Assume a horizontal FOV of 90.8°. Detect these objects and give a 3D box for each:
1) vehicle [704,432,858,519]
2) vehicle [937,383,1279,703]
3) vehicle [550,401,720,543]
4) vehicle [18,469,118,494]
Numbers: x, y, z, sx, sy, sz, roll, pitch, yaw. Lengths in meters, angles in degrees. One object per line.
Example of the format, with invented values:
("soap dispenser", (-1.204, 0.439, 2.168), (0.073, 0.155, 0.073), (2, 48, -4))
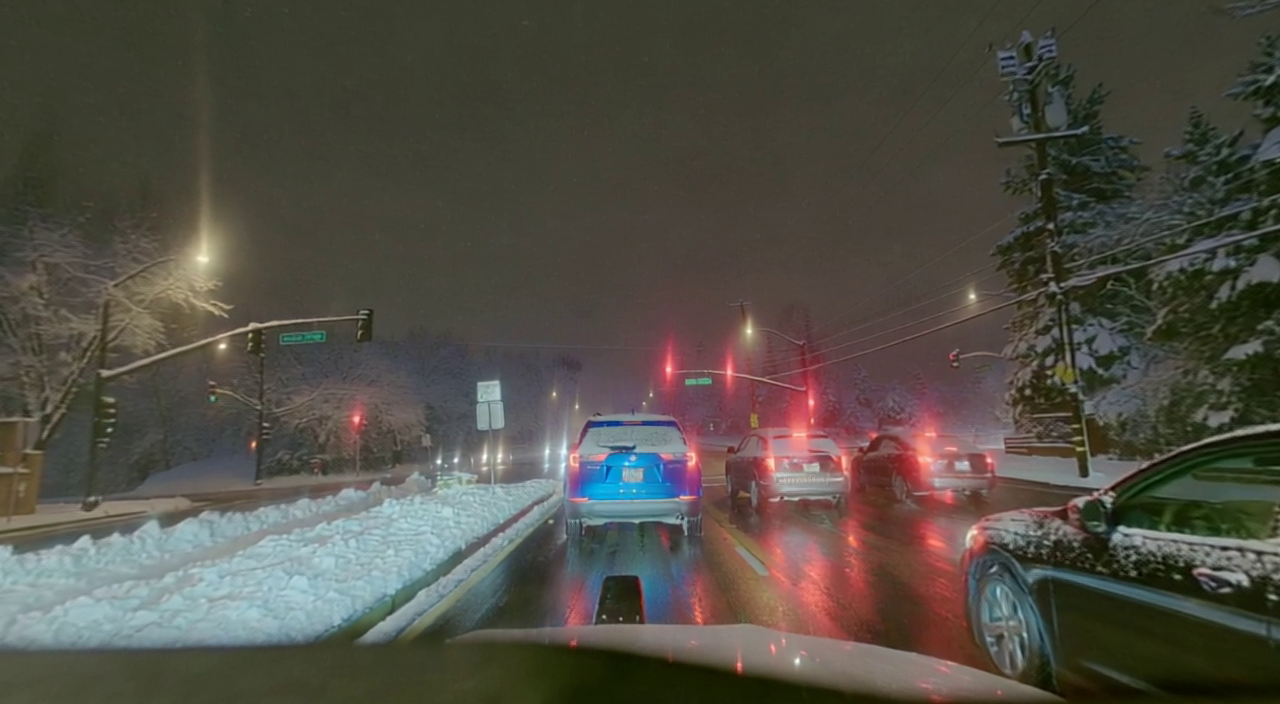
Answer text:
("vehicle", (2.657, 2.454, 13.088), (2.025, 1.477, 4.333), (0, -9, -2))
("vehicle", (2.730, 0.776, 1.419), (2.004, 1.460, 4.297), (0, -9, 0))
("vehicle", (-0.121, 1.950, 10.843), (2.236, 1.856, 4.816), (0, -9, -1))
("vehicle", (-38.323, 8.679, 42.411), (4.569, 1.505, 1.992), (1, -9, -5))
